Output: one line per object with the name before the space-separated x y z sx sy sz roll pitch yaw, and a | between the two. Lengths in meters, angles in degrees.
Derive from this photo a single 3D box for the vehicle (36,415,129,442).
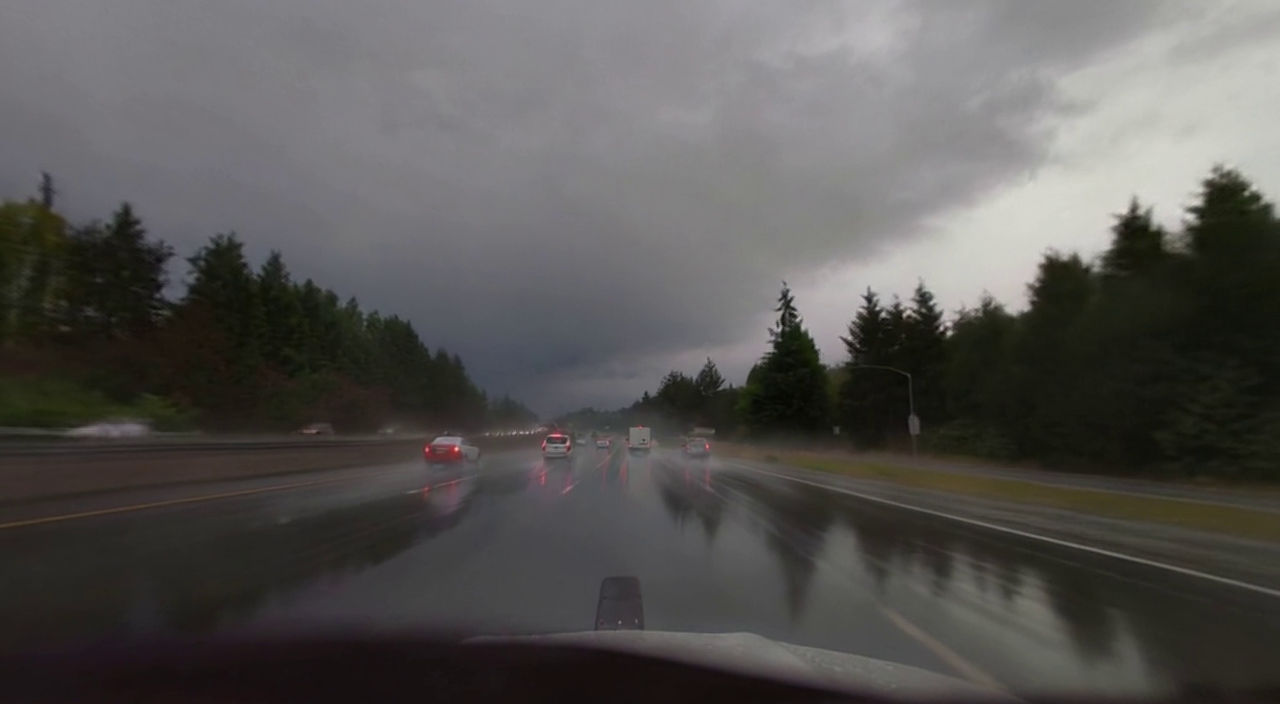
vehicle | -31.903 4.433 36.161 1.800 1.439 3.761 0 -9 2

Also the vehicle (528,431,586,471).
vehicle | -3.643 4.462 28.446 2.002 1.680 4.301 0 -9 0

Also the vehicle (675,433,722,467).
vehicle | 3.086 5.297 33.953 2.053 1.698 4.097 0 -9 -1

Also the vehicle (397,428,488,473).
vehicle | -8.129 4.123 26.462 2.237 1.703 4.681 0 -9 0
